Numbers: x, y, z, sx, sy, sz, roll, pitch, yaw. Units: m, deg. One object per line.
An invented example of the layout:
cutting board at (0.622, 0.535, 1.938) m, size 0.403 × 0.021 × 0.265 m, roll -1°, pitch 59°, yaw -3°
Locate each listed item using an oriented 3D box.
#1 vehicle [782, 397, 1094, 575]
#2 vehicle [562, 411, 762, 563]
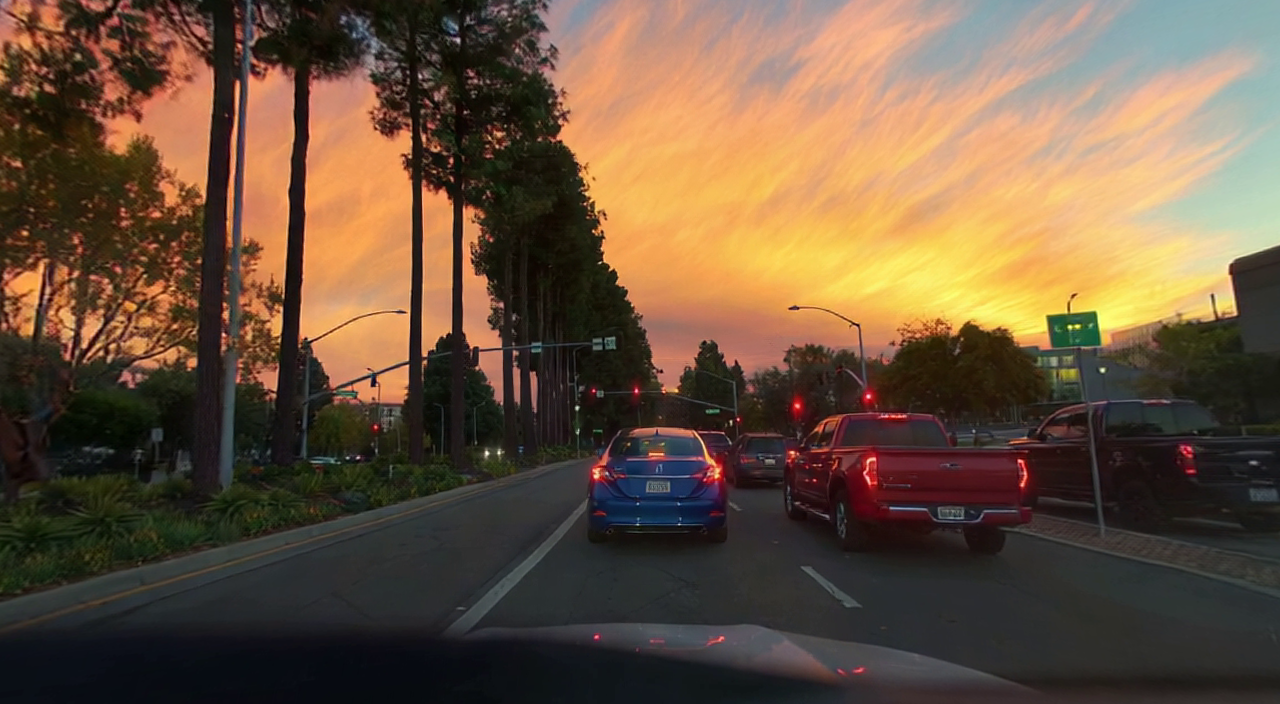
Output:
vehicle at (3.391, 1.628, 8.366) m, size 2.099 × 1.725 × 4.290 m, roll 0°, pitch -8°, yaw 2°
vehicle at (0.249, 1.778, 8.965) m, size 2.168 × 1.641 × 4.039 m, roll 0°, pitch -8°, yaw 0°
